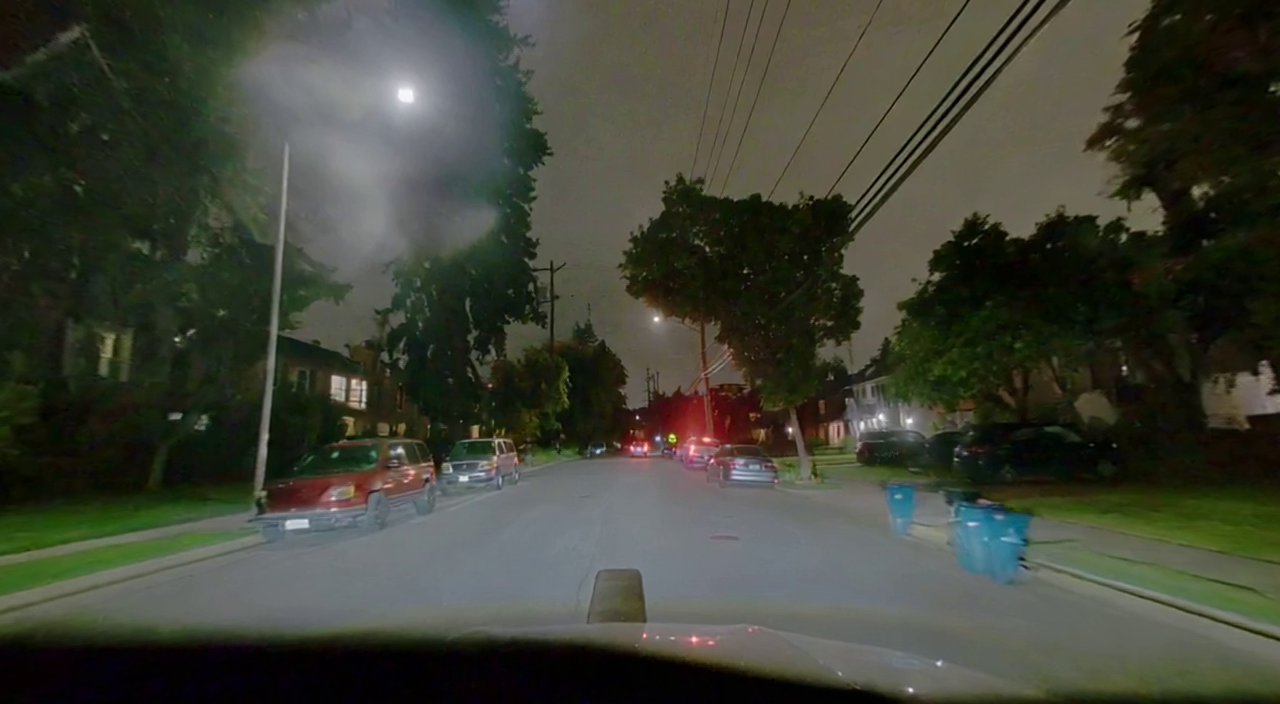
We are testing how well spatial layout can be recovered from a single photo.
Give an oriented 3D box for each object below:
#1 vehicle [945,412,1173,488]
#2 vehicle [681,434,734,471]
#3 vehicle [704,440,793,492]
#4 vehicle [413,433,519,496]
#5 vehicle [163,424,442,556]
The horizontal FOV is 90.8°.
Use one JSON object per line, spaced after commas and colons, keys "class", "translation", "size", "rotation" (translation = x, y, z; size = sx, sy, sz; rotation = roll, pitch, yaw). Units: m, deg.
{"class": "vehicle", "translation": [11.387, 2.673, 17.435], "size": [4.776, 1.602, 1.968], "rotation": [-4, -8, 0]}
{"class": "vehicle", "translation": [3.500, 5.362, 33.884], "size": [2.280, 1.820, 5.001], "rotation": [0, -8, 0]}
{"class": "vehicle", "translation": [3.384, 3.673, 20.787], "size": [2.008, 1.482, 4.891], "rotation": [0, -8, -1]}
{"class": "vehicle", "translation": [-5.280, 3.480, 19.849], "size": [2.103, 1.731, 4.197], "rotation": [0, -9, 0]}
{"class": "vehicle", "translation": [-5.396, 2.169, 11.097], "size": [2.275, 1.781, 4.682], "rotation": [1, -7, 0]}
